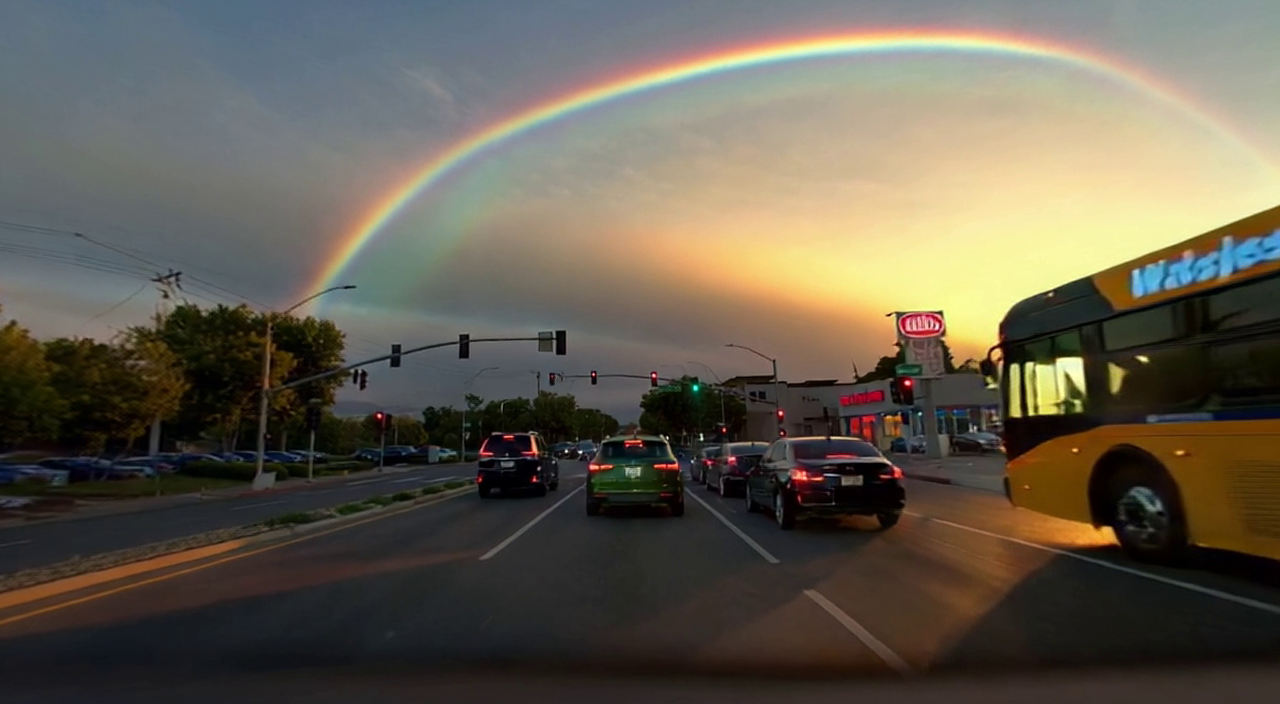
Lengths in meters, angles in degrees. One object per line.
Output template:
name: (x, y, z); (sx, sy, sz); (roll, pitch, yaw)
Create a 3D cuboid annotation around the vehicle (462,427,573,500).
vehicle: (-3.139, 2.976, 17.245); (2.180, 1.708, 4.397); (0, -8, 0)

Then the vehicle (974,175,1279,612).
vehicle: (6.459, 0.183, 3.950); (3.197, 3.269, 9.836); (0, -8, -1)

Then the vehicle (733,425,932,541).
vehicle: (2.877, 2.059, 10.600); (1.922, 1.508, 4.330); (0, -8, 0)

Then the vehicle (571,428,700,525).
vehicle: (-0.079, 2.293, 12.124); (2.071, 1.525, 3.723); (0, -8, 0)
